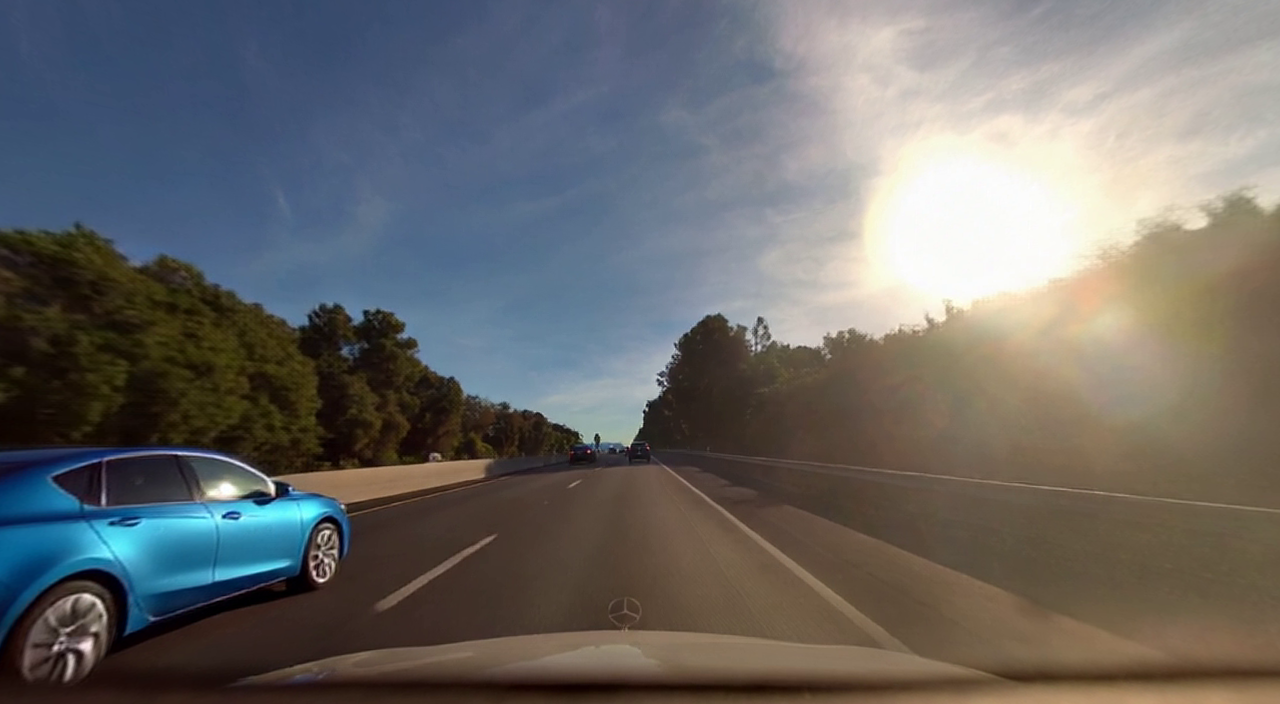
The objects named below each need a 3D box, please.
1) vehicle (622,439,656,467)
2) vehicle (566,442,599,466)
[{"bbox_3d":[-0.086,6.746,42.174,2.126,1.786,3.958,0,-9,-1],"label":"vehicle"},{"bbox_3d":[-4.225,7.560,46.834,2.113,1.656,4.215,0,-9,0],"label":"vehicle"}]
